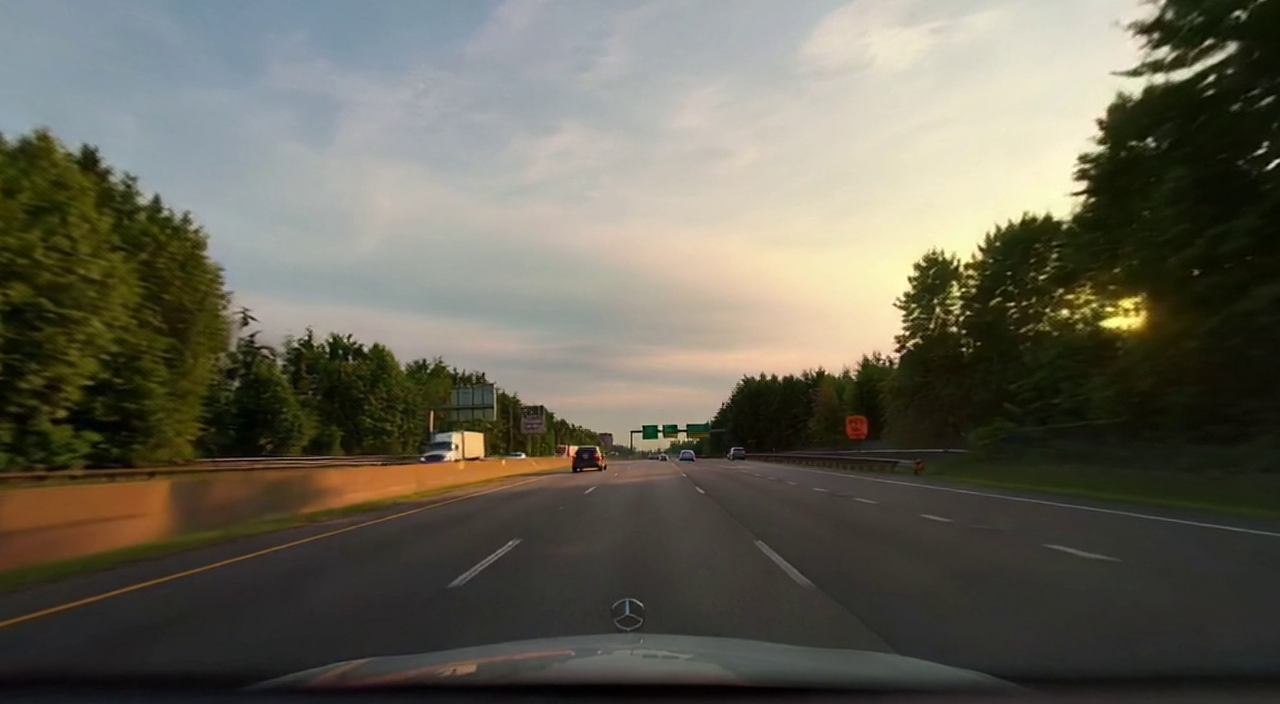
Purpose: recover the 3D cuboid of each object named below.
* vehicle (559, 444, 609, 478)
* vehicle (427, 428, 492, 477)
[{"bbox_3d":[-2.853,5.672,33.125,2.086,1.650,4.122,0,-9,2],"label":"vehicle"},{"bbox_3d":[-13.343,7.502,47.274,2.450,3.334,7.290,0,-9,2],"label":"vehicle"}]
